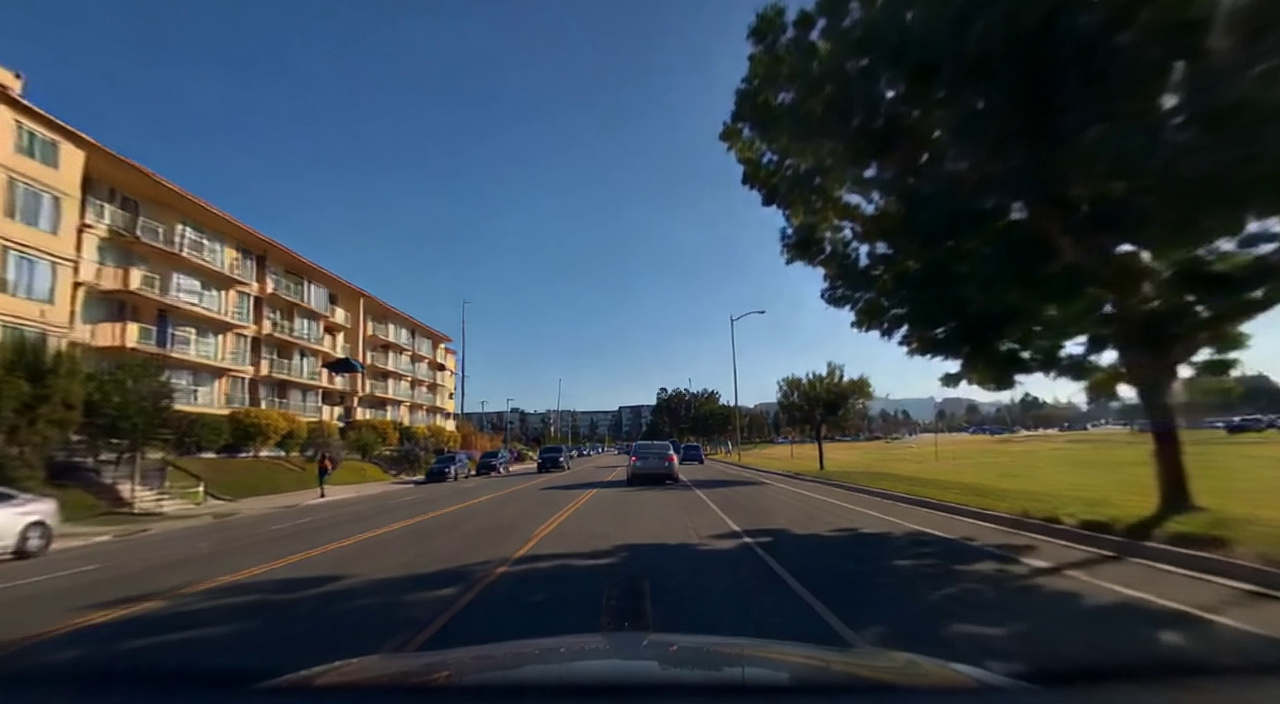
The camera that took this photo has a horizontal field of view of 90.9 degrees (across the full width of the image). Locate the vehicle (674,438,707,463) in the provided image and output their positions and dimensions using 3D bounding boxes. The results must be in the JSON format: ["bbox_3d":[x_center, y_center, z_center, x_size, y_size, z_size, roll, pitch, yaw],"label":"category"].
[{"bbox_3d":[3.768,7.399,47.445,2.000,1.809,4.405,0,-8,-1],"label":"vehicle"}]

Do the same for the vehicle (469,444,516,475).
[{"bbox_3d":[-10.011,7.303,43.085,2.032,1.833,4.465,-3,-8,1],"label":"vehicle"}]

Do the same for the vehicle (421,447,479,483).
[{"bbox_3d":[-10.126,6.038,33.901,1.932,1.607,4.191,-4,-8,-2],"label":"vehicle"}]

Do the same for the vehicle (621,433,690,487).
[{"bbox_3d":[0.460,3.608,21.287,2.132,1.632,3.838,0,-8,0],"label":"vehicle"}]

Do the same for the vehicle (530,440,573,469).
[{"bbox_3d":[-5.828,6.809,42.097,2.065,1.838,4.846,-1,-8,1],"label":"vehicle"}]
